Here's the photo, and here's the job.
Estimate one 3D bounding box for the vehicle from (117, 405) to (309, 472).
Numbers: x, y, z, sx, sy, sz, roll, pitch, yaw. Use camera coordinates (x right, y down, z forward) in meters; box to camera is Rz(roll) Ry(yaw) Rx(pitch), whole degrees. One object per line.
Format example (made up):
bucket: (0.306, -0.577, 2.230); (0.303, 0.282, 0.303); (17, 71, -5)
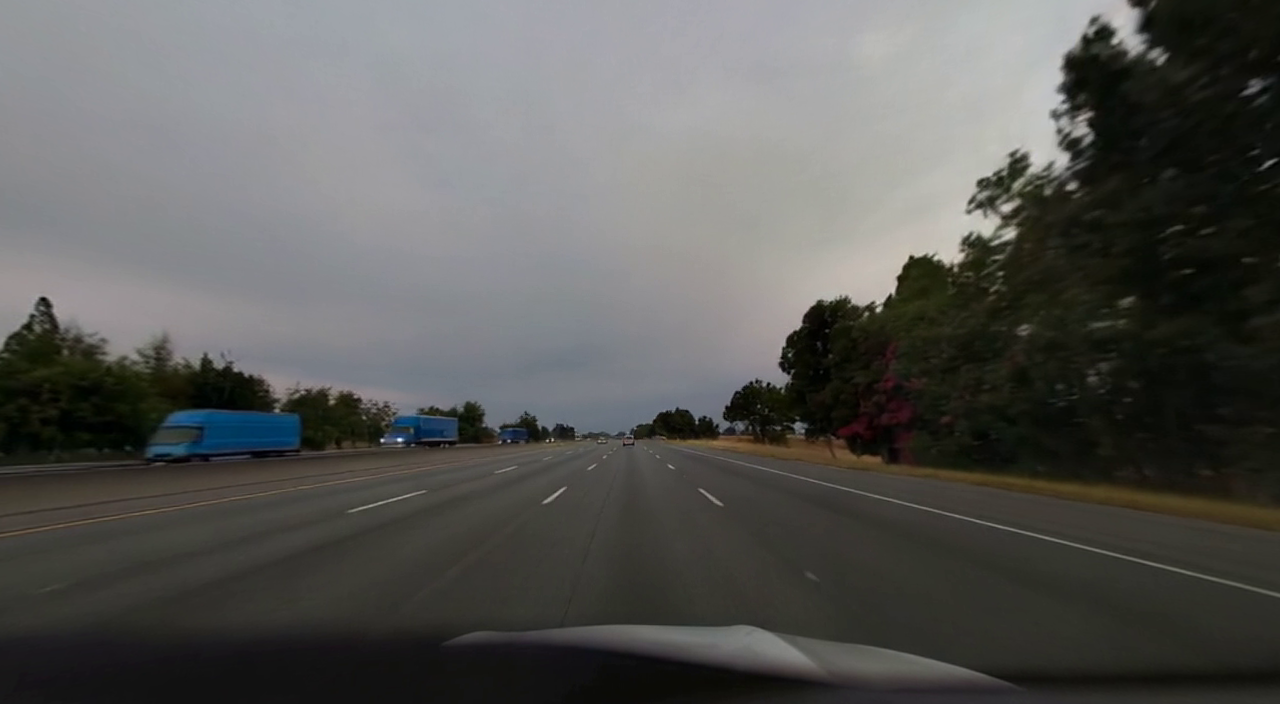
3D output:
vehicle: (-27.398, 5.707, 41.931); (3.143, 3.690, 14.011); (0, -8, 0)
